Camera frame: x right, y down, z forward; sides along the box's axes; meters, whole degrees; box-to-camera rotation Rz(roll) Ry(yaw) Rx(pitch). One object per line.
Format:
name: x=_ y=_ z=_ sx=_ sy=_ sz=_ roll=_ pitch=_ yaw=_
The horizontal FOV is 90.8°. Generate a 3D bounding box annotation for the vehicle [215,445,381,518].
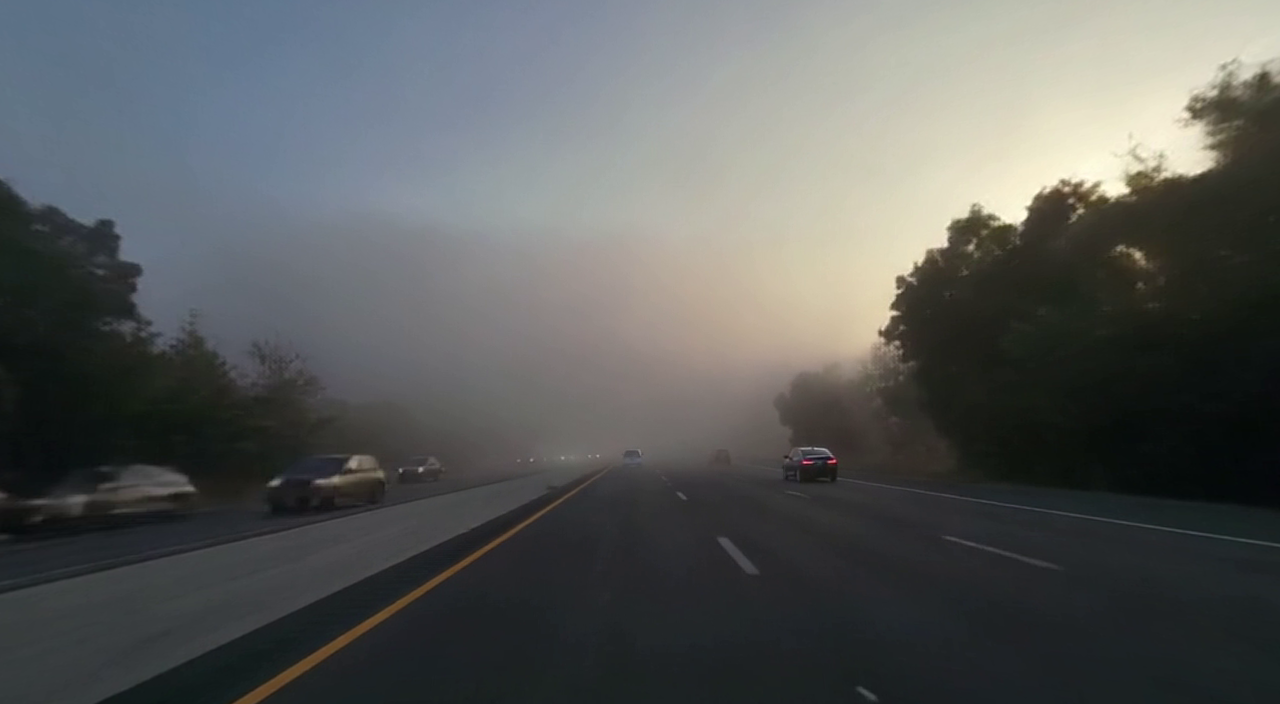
vehicle: x=-8.846 y=3.340 z=16.839 sx=1.997 sy=1.658 sz=4.291 roll=0 pitch=-9 yaw=0

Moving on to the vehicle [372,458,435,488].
vehicle: x=-12.916 y=6.622 z=34.768 sx=1.810 sy=1.498 sz=4.320 roll=0 pitch=-9 yaw=0

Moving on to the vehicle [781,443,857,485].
vehicle: x=7.186 y=4.516 z=25.746 sx=1.903 sy=1.566 sz=3.866 roll=0 pitch=-9 yaw=-1

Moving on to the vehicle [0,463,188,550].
vehicle: x=-12.507 y=3.303 z=14.079 sx=1.824 sy=1.548 sz=4.025 roll=0 pitch=-9 yaw=0

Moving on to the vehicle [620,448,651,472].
vehicle: x=-0.308 y=7.340 z=43.118 sx=2.021 sy=1.507 sz=4.272 roll=0 pitch=-9 yaw=0
